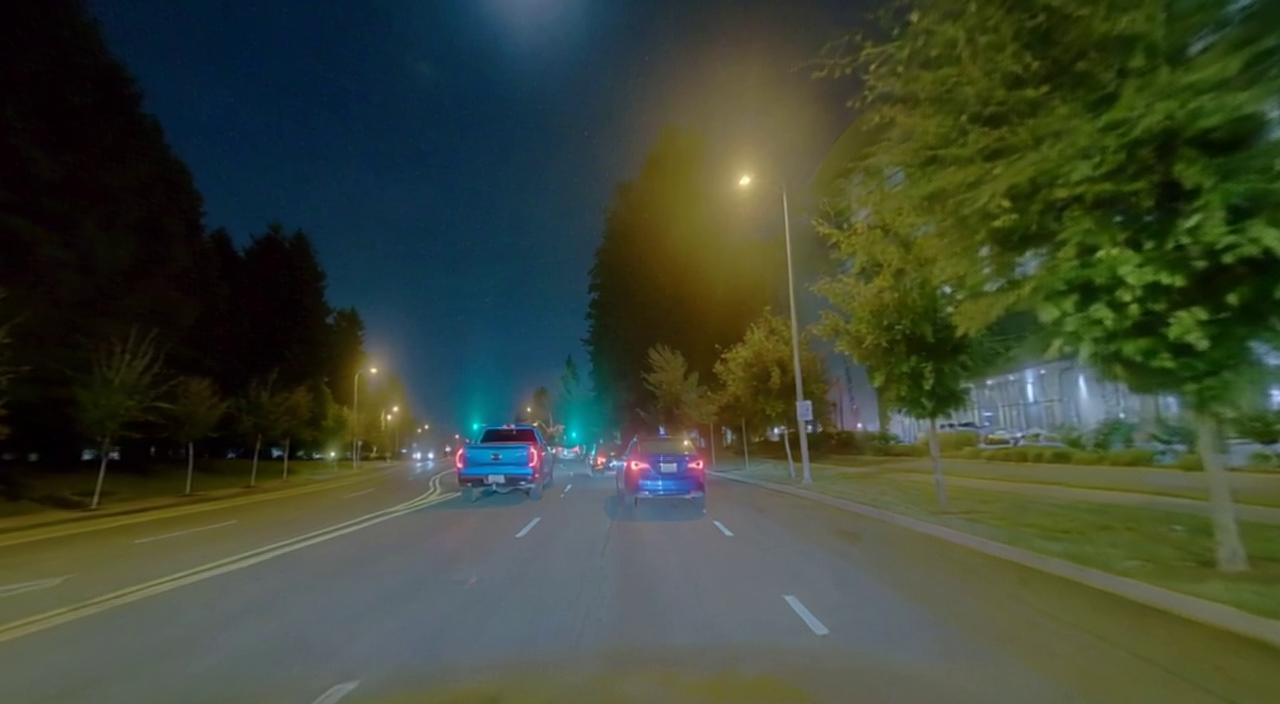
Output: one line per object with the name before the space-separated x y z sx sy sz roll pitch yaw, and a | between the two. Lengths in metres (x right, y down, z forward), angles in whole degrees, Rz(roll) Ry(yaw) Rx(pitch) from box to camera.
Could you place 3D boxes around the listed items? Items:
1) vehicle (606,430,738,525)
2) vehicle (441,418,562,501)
vehicle | 0.416 2.352 12.335 2.142 1.528 4.133 0 -9 -3
vehicle | -3.721 3.040 18.191 2.512 1.992 5.725 0 -9 -3
